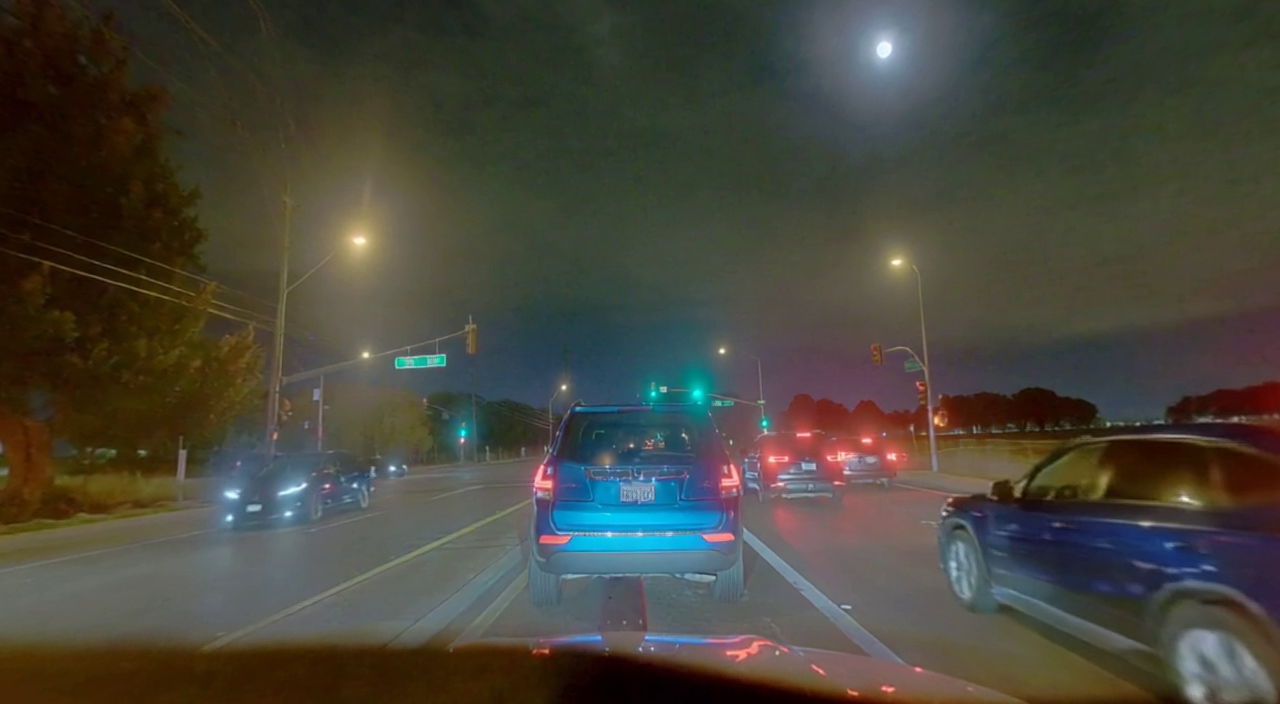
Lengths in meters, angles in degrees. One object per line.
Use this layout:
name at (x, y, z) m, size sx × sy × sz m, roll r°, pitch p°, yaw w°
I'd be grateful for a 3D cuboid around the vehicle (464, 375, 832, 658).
vehicle at (0.049, 1.332, 6.113) m, size 2.298 × 1.770 × 4.138 m, roll 0°, pitch -8°, yaw 0°

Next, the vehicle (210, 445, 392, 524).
vehicle at (-8.238, 3.198, 15.959) m, size 2.026 × 1.680 × 4.608 m, roll 0°, pitch -8°, yaw 0°

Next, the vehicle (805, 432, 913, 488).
vehicle at (7.125, 3.550, 21.046) m, size 2.012 × 1.636 × 4.352 m, roll 0°, pitch -8°, yaw 0°

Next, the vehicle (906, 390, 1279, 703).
vehicle at (3.463, 1.054, 3.517) m, size 2.097 × 1.473 × 4.252 m, roll 0°, pitch -8°, yaw 0°
